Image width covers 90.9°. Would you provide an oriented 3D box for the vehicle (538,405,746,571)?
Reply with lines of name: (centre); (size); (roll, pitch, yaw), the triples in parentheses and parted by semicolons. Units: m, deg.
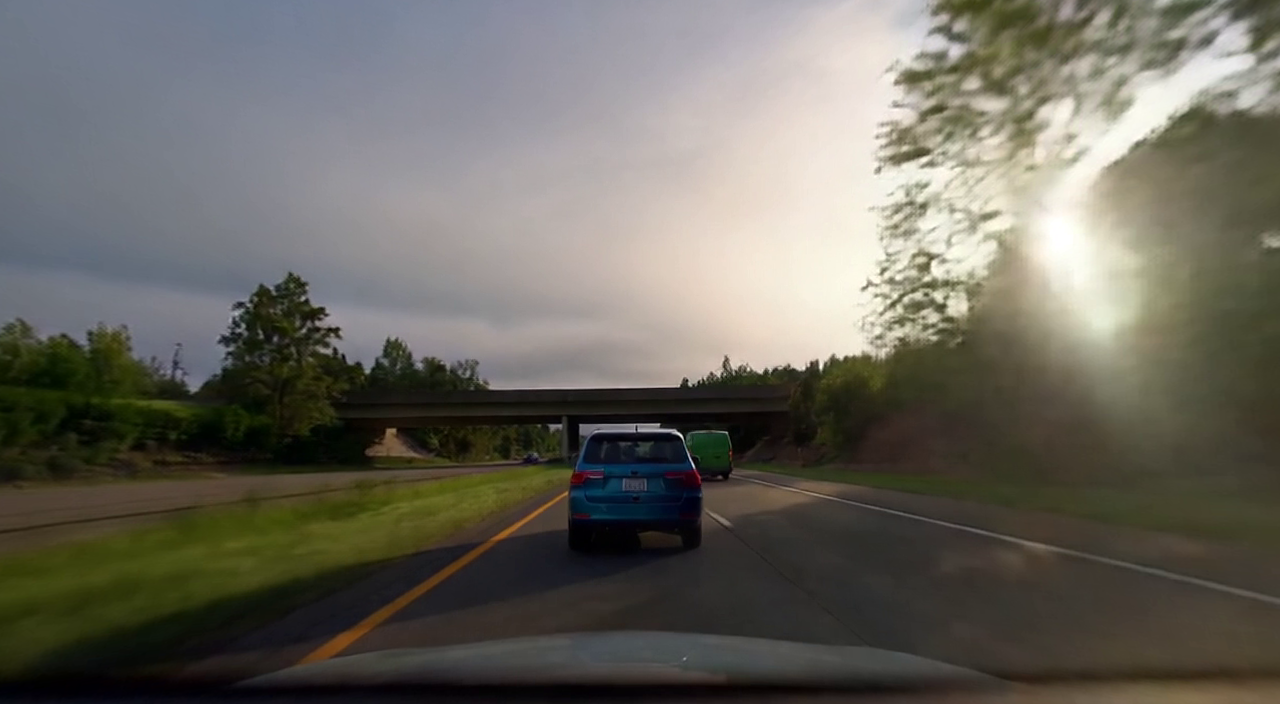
vehicle: (0.020, 1.821, 9.069); (2.288, 1.823, 4.059); (0, -9, 0)
